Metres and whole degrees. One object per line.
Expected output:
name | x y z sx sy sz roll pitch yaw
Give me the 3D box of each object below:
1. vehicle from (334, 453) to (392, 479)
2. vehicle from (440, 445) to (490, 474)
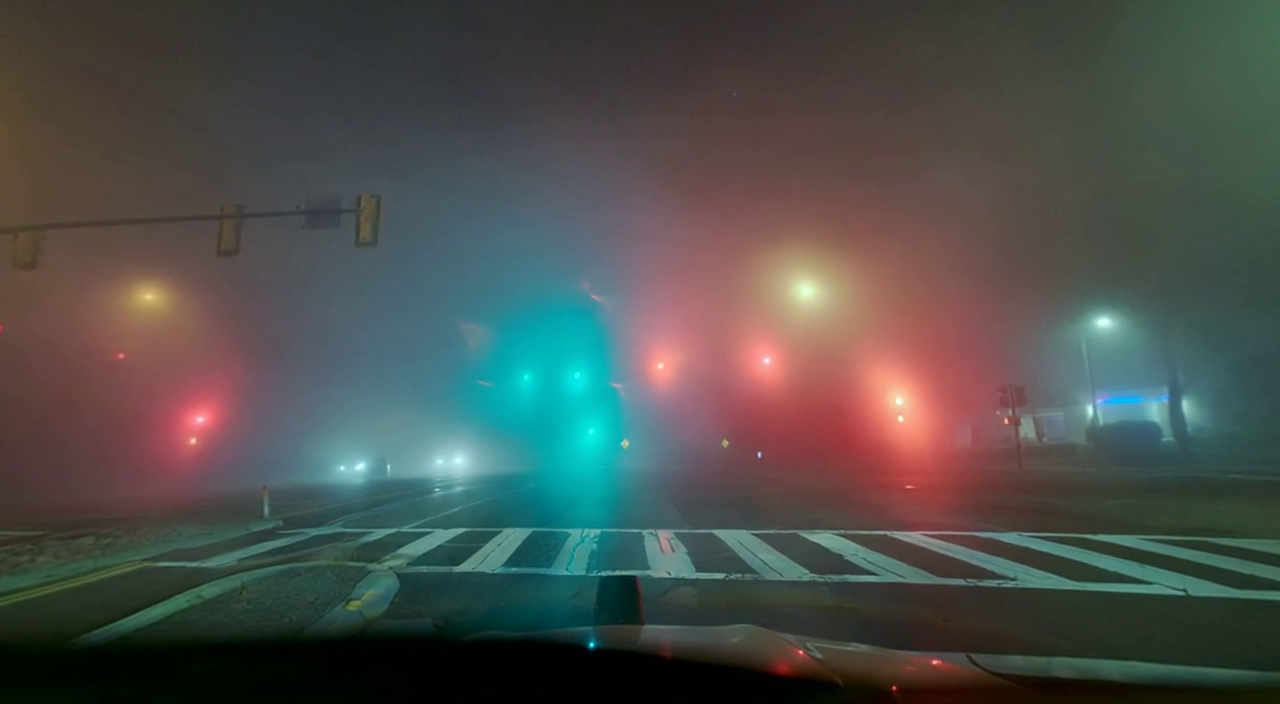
vehicle | -18.852 7.744 43.223 1.933 1.664 4.255 0 -9 1
vehicle | -12.170 7.476 44.234 2.151 1.847 4.634 0 -9 0
